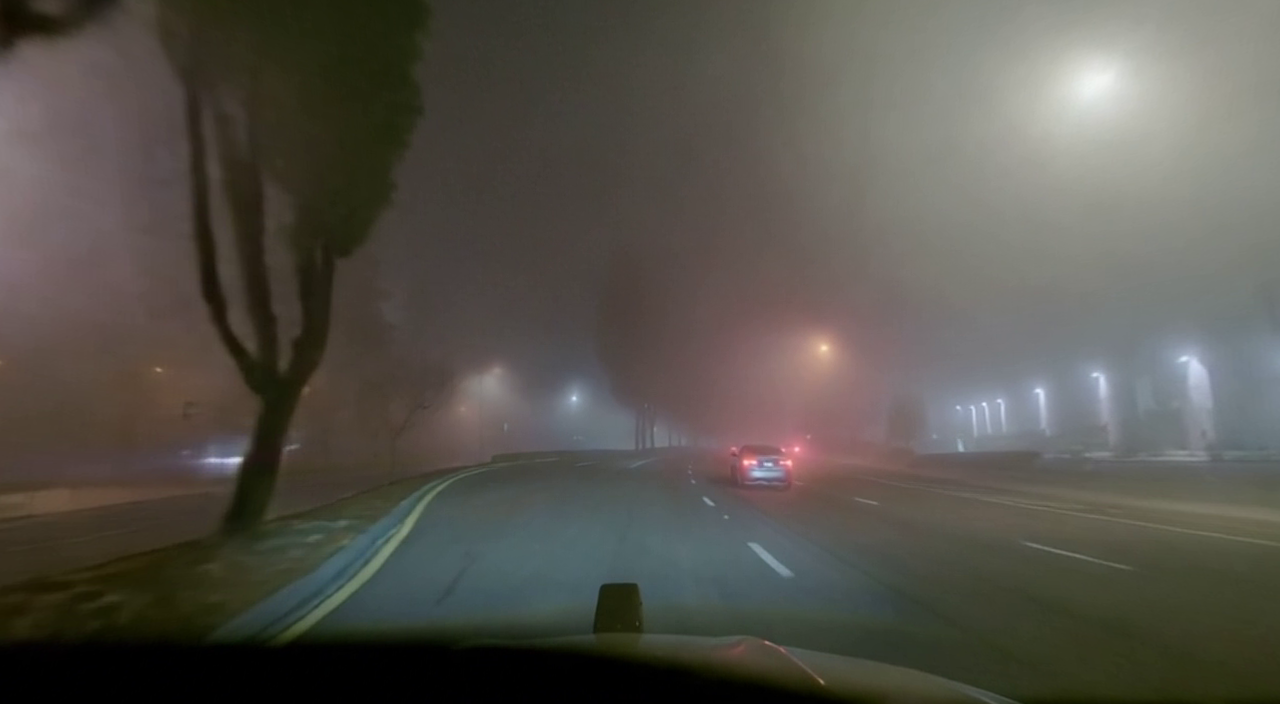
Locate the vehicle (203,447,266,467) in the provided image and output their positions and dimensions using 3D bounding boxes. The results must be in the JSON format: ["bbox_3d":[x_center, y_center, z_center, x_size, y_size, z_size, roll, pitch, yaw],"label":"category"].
[{"bbox_3d":[-30.797,7.977,48.132,1.800,1.479,4.066,0,-9,6],"label":"vehicle"}]

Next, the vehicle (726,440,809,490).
[{"bbox_3d":[4.126,3.731,21.214,1.928,1.481,4.453,0,-9,1],"label":"vehicle"}]
